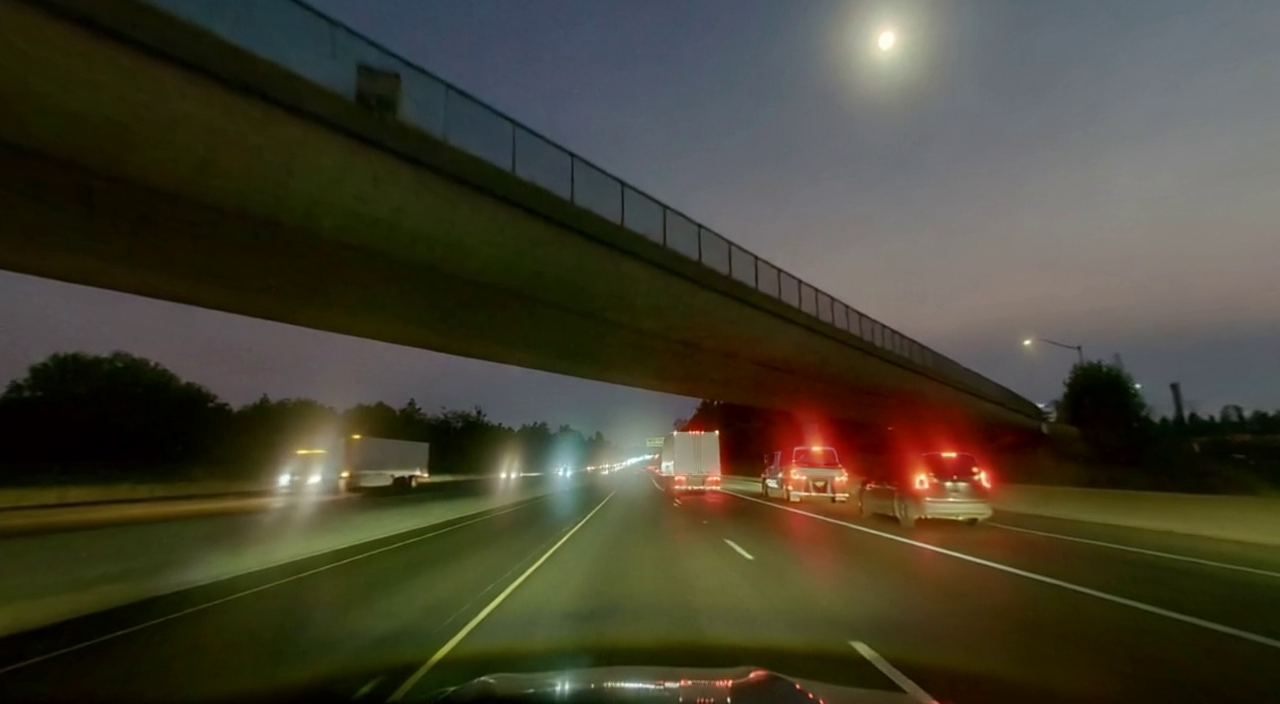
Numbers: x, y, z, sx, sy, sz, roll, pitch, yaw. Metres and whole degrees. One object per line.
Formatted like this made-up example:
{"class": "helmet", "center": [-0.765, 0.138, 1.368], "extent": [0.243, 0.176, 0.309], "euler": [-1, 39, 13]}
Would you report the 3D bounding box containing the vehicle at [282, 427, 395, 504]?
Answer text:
{"class": "vehicle", "center": [-19.393, 7.467, 41.341], "extent": [3.253, 4.467, 7.826], "euler": [1, -10, 1]}
